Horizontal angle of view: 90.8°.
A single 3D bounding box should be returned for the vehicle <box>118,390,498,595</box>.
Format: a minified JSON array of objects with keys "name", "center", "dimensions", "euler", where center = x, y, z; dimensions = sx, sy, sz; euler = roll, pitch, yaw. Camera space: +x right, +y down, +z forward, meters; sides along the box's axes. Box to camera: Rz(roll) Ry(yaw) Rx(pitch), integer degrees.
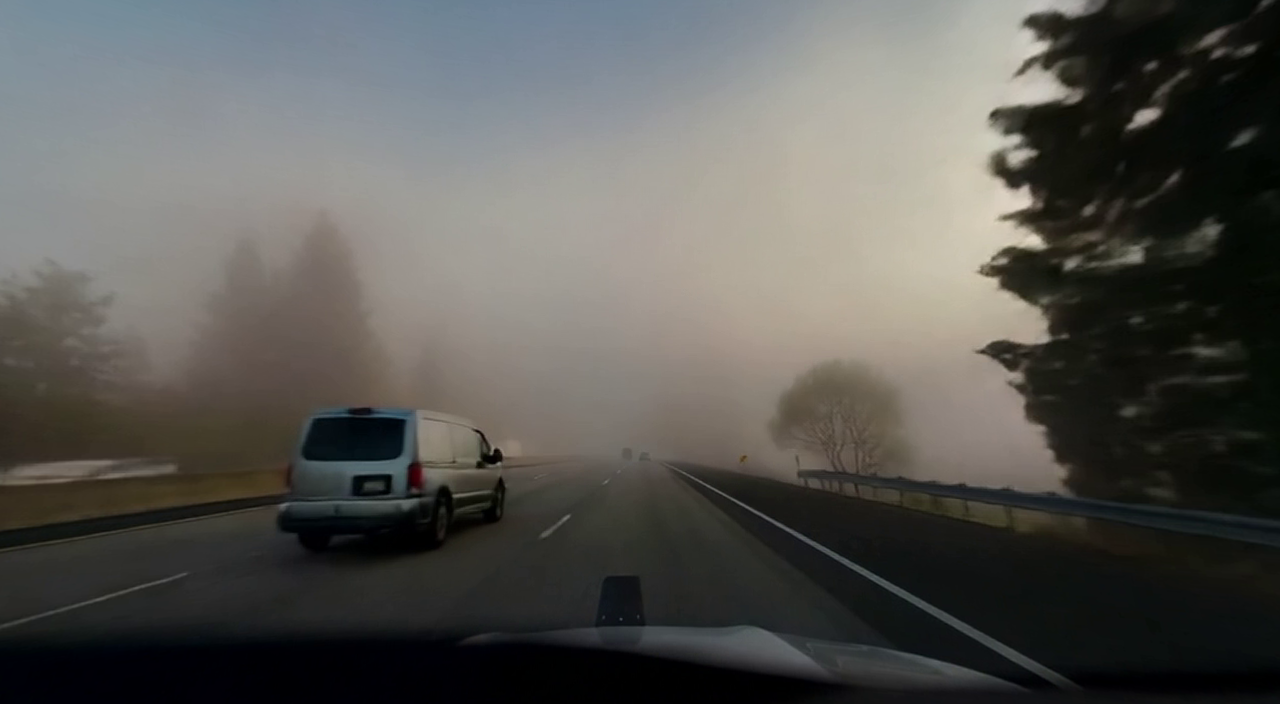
[{"name":"vehicle","center":[-3.824,1.774,8.875],"dimensions":[2.349,1.973,5.419],"euler":[0,-9,0]}]
